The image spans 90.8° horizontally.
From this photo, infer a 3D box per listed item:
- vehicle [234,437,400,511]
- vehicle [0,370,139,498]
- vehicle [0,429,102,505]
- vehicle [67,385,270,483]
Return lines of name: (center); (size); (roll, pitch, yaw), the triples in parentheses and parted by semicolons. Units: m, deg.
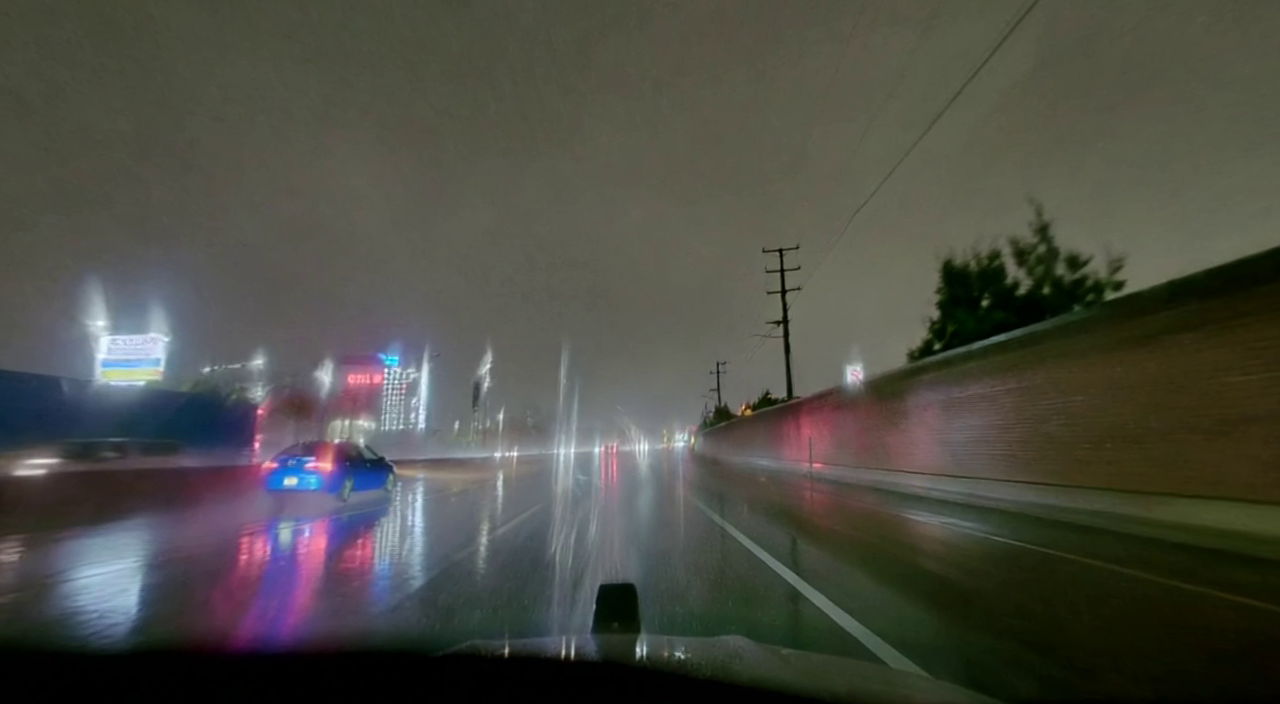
vehicle: (-7.682, 2.917, 15.550); (2.013, 1.574, 3.923); (0, -8, -1)
vehicle: (-22.192, 2.461, 19.135); (2.983, 4.074, 13.437); (0, -8, 0)
vehicle: (-14.556, 2.436, 13.355); (1.987, 1.595, 4.976); (0, -9, -1)
vehicle: (-22.261, 4.069, 30.830); (2.853, 4.066, 8.898); (0, -8, 0)
